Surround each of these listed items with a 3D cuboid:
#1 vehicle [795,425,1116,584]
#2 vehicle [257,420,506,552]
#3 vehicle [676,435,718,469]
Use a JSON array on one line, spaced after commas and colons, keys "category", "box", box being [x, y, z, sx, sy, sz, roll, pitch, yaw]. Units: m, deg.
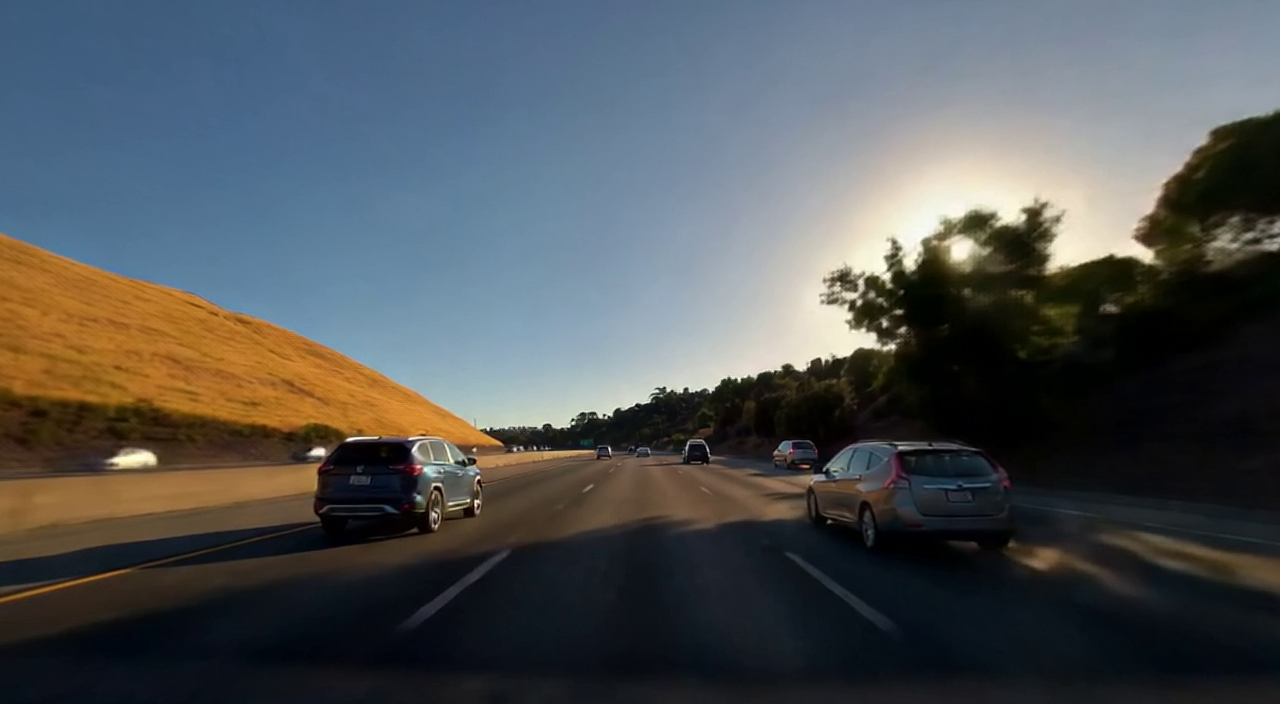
[{"category": "vehicle", "box": [3.524, 1.765, 8.172, 1.941, 1.481, 4.300, 0, -8, 0]}, {"category": "vehicle", "box": [-3.801, 2.046, 10.360, 2.166, 1.672, 4.388, 0, -8, 1]}, {"category": "vehicle", "box": [3.472, 6.233, 39.498, 2.121, 1.925, 5.056, 0, -8, 0]}]
